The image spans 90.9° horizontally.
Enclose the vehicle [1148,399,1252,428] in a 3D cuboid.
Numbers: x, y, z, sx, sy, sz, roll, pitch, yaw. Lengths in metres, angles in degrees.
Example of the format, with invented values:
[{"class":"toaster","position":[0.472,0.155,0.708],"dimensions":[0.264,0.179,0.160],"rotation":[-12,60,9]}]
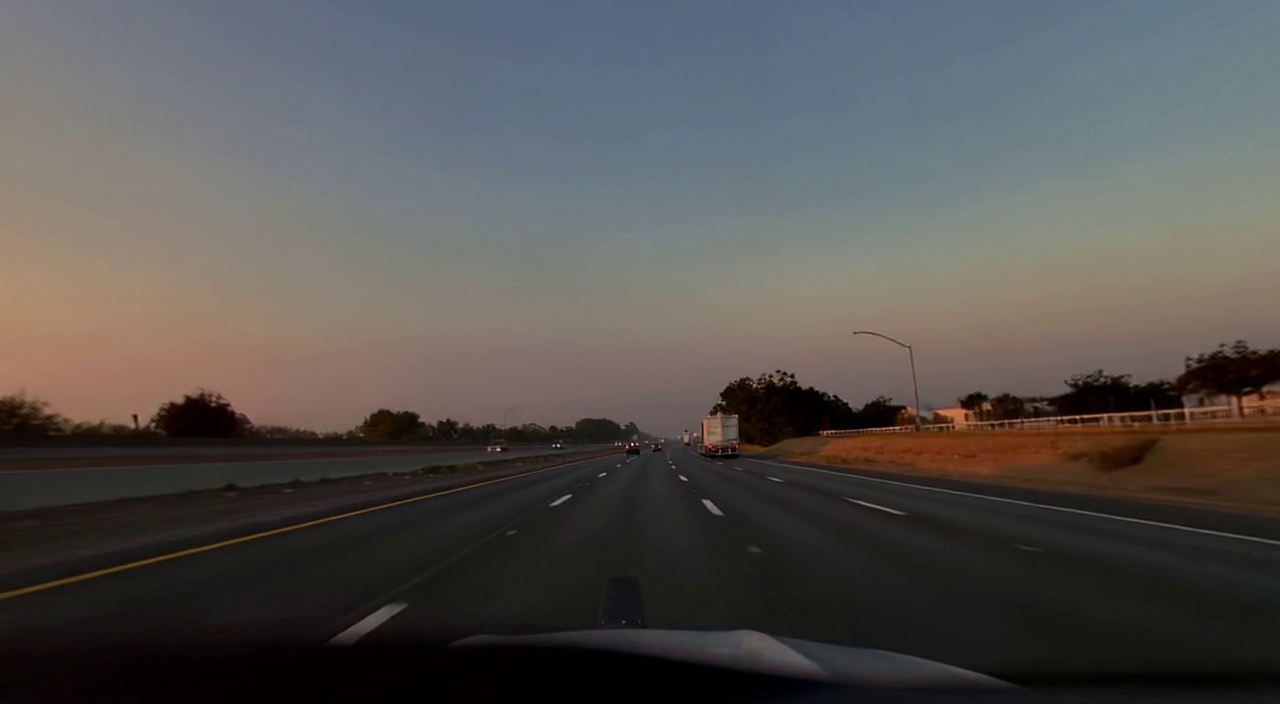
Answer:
[{"class":"vehicle","position":[41.843,4.700,47.340],"dimensions":[2.205,1.861,5.602],"rotation":[1,-8,-8]}]
